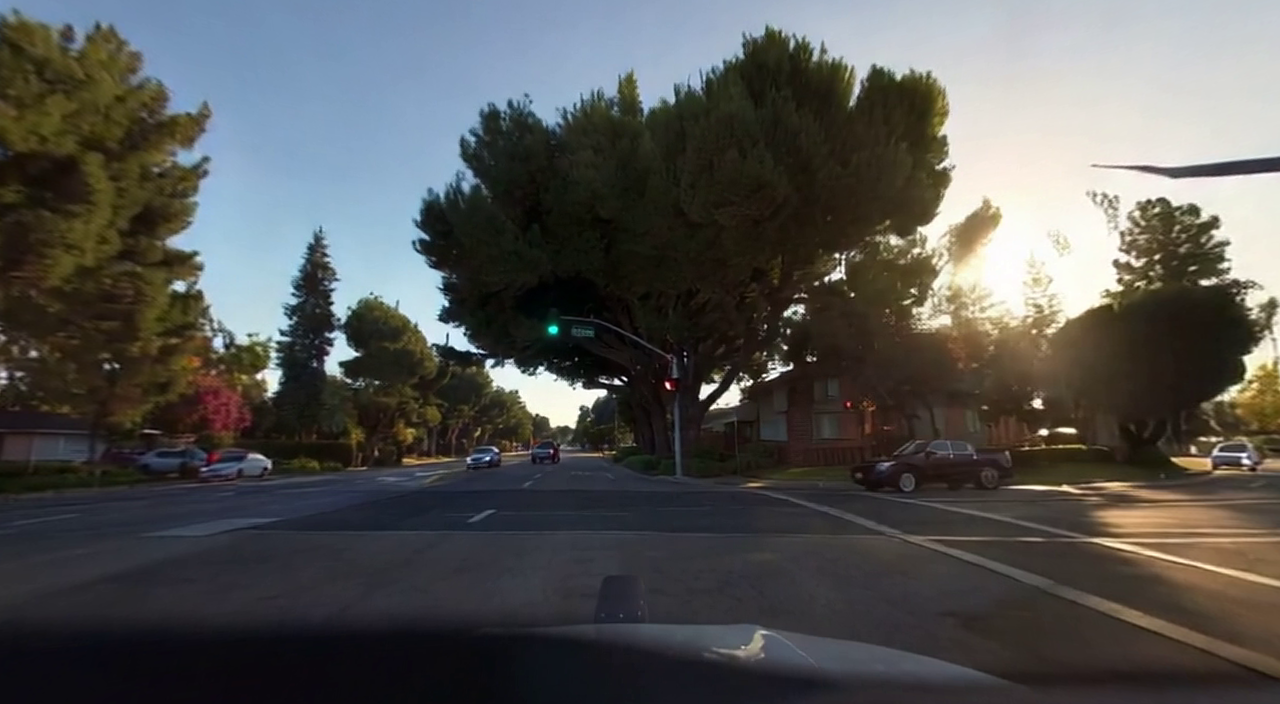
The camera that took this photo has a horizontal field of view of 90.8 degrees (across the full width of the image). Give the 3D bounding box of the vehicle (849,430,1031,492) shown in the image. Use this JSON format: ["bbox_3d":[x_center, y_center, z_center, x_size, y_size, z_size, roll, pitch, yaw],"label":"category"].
[{"bbox_3d":[9.036,3.300,19.312,4.500,1.761,1.975,0,-9,-4],"label":"vehicle"}]

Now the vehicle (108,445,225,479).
[{"bbox_3d":[-25.947,6.023,34.762,4.772,1.745,2.058,0,-9,1],"label":"vehicle"}]

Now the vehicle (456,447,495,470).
[{"bbox_3d":[-11.847,7.674,45.809,2.069,1.537,4.719,1,-9,-6],"label":"vehicle"}]
